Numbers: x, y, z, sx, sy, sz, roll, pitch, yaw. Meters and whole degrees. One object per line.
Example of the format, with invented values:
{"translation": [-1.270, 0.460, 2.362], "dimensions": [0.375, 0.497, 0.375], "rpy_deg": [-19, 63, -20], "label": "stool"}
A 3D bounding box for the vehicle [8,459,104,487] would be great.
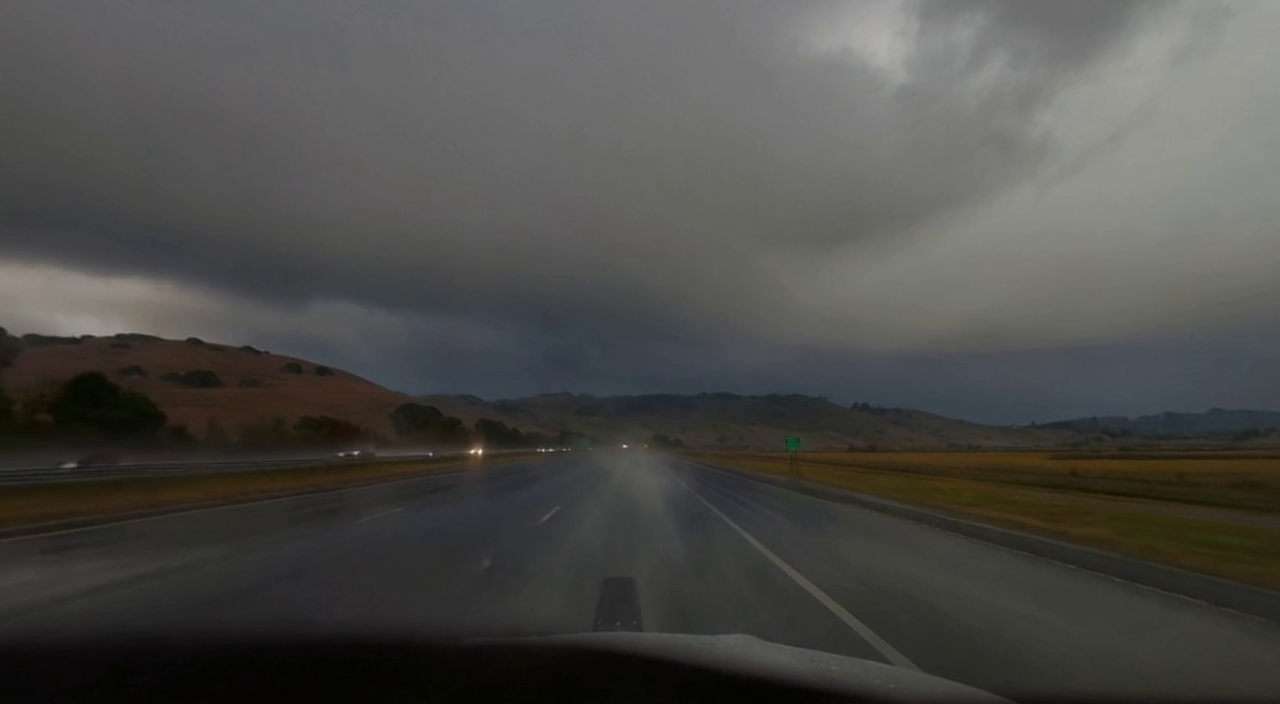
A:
{"translation": [-36.361, 7.533, 39.494], "dimensions": [1.829, 1.558, 4.296], "rpy_deg": [0, -8, 0], "label": "vehicle"}
